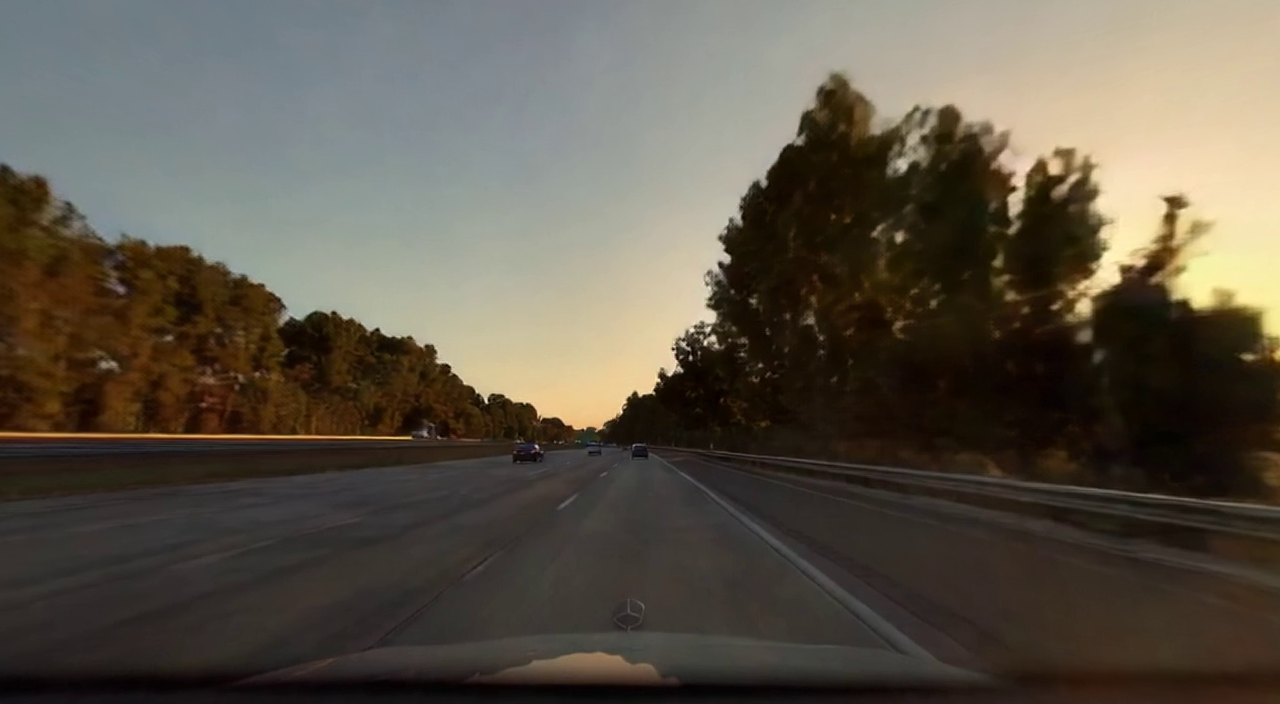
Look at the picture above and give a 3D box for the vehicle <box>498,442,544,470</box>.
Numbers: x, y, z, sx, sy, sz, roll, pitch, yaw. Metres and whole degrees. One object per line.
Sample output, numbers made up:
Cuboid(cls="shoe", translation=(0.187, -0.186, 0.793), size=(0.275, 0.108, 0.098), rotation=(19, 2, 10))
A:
Cuboid(cls="vehicle", translation=(-7.171, 6.265, 38.328), size=(1.972, 1.603, 3.891), rotation=(0, -8, 0))
